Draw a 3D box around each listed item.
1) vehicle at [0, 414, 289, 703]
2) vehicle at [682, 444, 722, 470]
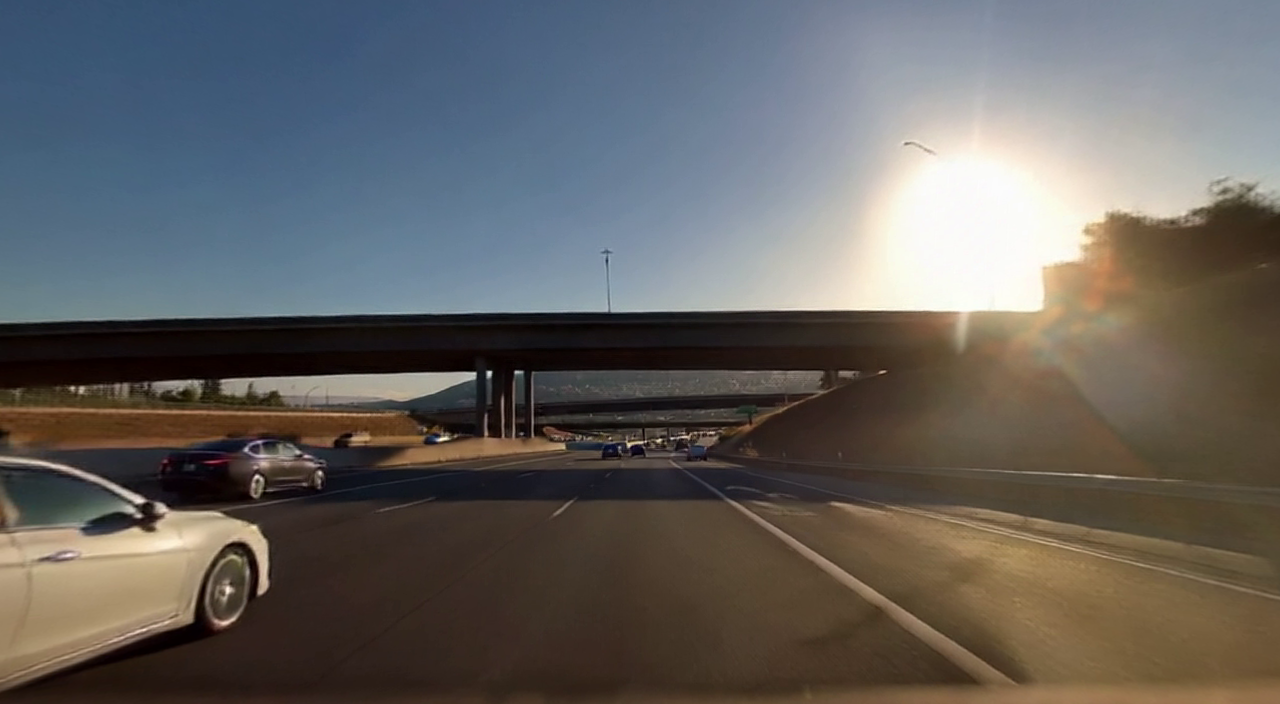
[{"bbox_3d":[-3.766,1.012,2.677,1.990,1.477,4.308,0,-8,1],"label":"vehicle"},{"bbox_3d":[3.841,6.597,39.935,2.059,1.509,4.670,0,-8,0],"label":"vehicle"}]
